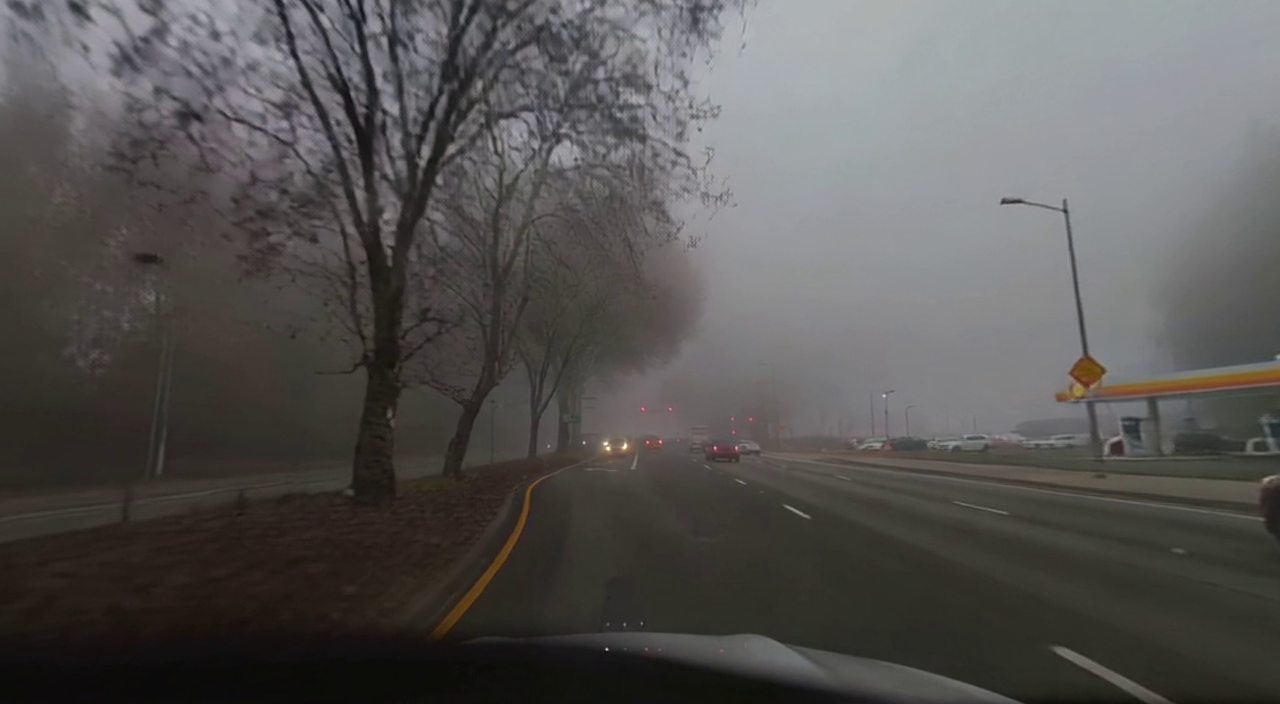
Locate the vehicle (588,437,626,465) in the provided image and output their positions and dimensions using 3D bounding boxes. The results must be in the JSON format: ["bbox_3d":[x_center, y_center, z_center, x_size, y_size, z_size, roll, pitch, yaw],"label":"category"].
[{"bbox_3d":[-1.823,5.626,35.950,2.032,1.461,4.173,0,-9,-1],"label":"vehicle"}]

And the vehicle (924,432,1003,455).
[{"bbox_3d":[22.146,6.294,43.374,1.784,1.472,4.532,4,-10,-26],"label":"vehicle"}]

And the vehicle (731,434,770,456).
[{"bbox_3d":[8.636,7.324,49.637,1.991,1.695,4.357,1,-9,-4],"label":"vehicle"}]
